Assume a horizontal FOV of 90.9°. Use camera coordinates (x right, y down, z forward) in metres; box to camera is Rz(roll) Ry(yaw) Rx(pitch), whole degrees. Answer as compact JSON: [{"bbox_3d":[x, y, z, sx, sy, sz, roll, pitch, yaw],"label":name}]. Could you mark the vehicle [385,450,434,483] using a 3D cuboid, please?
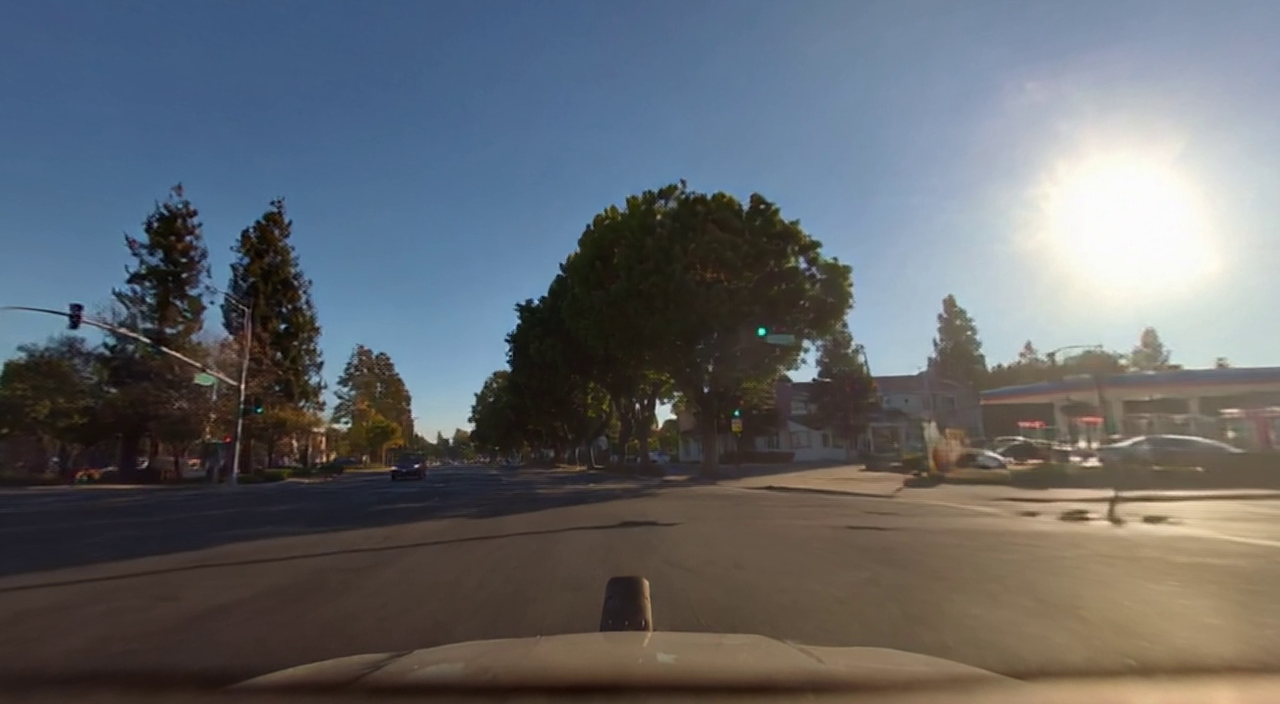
[{"bbox_3d":[-12.516,6.204,34.449,2.048,1.670,4.450,2,-9,-14],"label":"vehicle"}]
